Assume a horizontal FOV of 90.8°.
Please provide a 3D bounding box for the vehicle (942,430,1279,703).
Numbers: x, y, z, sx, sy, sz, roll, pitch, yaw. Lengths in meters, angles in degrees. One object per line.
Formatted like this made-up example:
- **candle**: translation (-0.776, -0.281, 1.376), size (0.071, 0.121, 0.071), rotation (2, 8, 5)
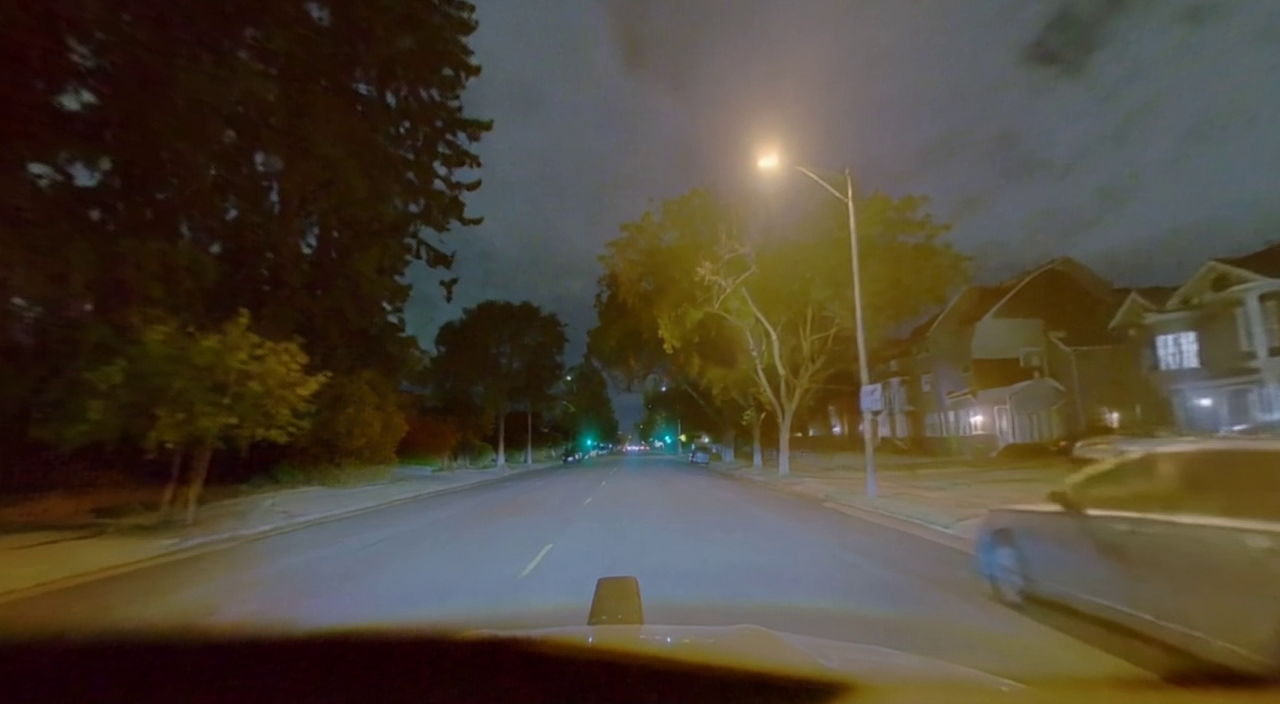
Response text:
- **vehicle**: translation (3.824, 1.209, 3.586), size (2.013, 1.473, 4.329), rotation (0, -9, -1)
